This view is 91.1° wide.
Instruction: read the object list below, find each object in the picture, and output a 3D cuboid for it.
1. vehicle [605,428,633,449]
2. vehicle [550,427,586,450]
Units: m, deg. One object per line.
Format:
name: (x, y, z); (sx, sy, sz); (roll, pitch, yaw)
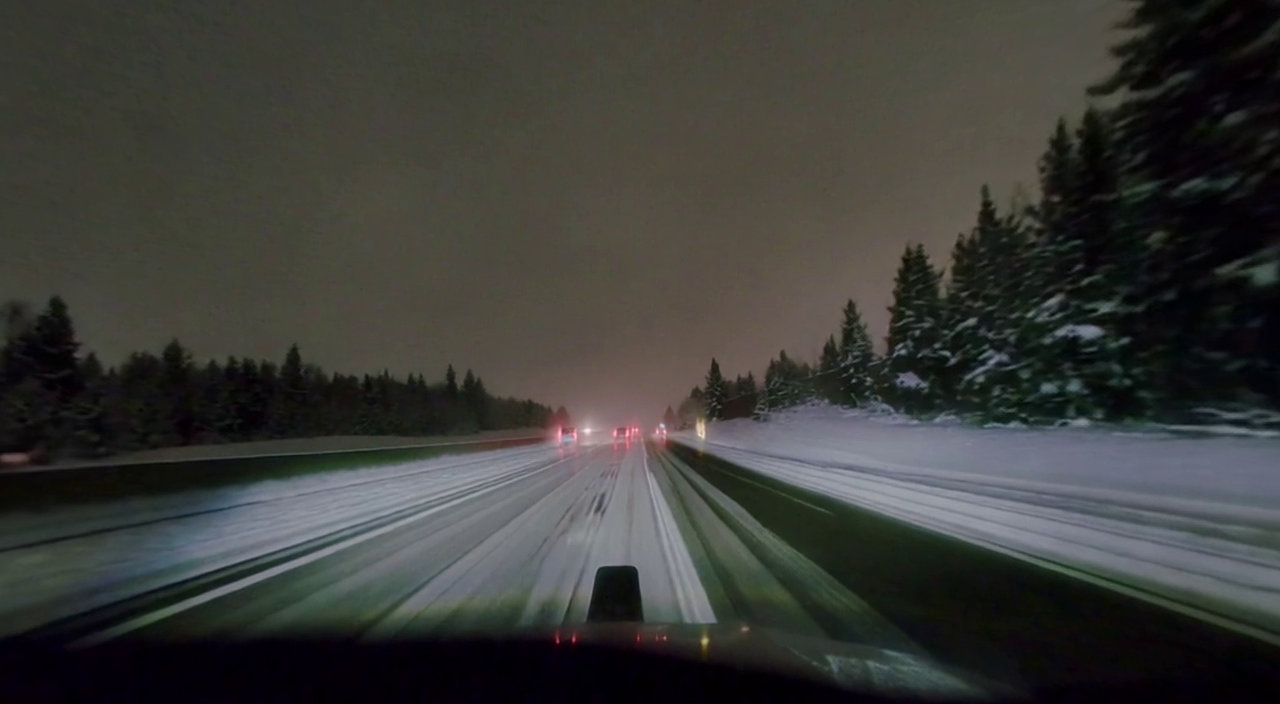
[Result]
vehicle: (-1.597, 6.830, 49.607); (2.064, 1.571, 4.225); (0, -8, 0)
vehicle: (-5.310, 6.420, 46.812); (2.113, 1.632, 4.409); (0, -8, 1)
